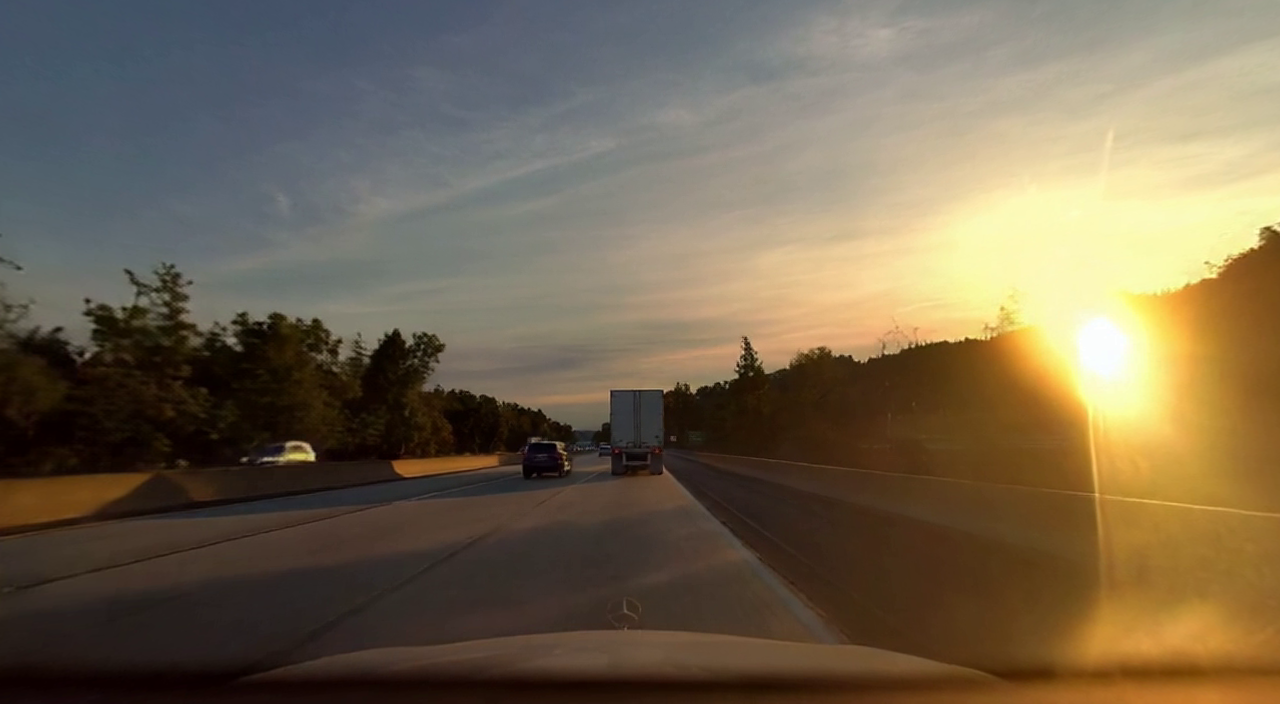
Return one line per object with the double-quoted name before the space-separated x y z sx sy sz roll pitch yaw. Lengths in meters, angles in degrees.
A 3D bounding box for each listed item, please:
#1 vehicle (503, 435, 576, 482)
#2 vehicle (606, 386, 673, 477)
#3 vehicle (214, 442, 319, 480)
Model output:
"vehicle" -4.267 4.618 27.583 2.285 1.833 4.984 0 -9 1
"vehicle" -0.004 4.493 34.587 3.052 4.132 11.336 0 -9 0
"vehicle" -21.534 6.283 36.748 2.295 1.987 6.136 0 -9 1
